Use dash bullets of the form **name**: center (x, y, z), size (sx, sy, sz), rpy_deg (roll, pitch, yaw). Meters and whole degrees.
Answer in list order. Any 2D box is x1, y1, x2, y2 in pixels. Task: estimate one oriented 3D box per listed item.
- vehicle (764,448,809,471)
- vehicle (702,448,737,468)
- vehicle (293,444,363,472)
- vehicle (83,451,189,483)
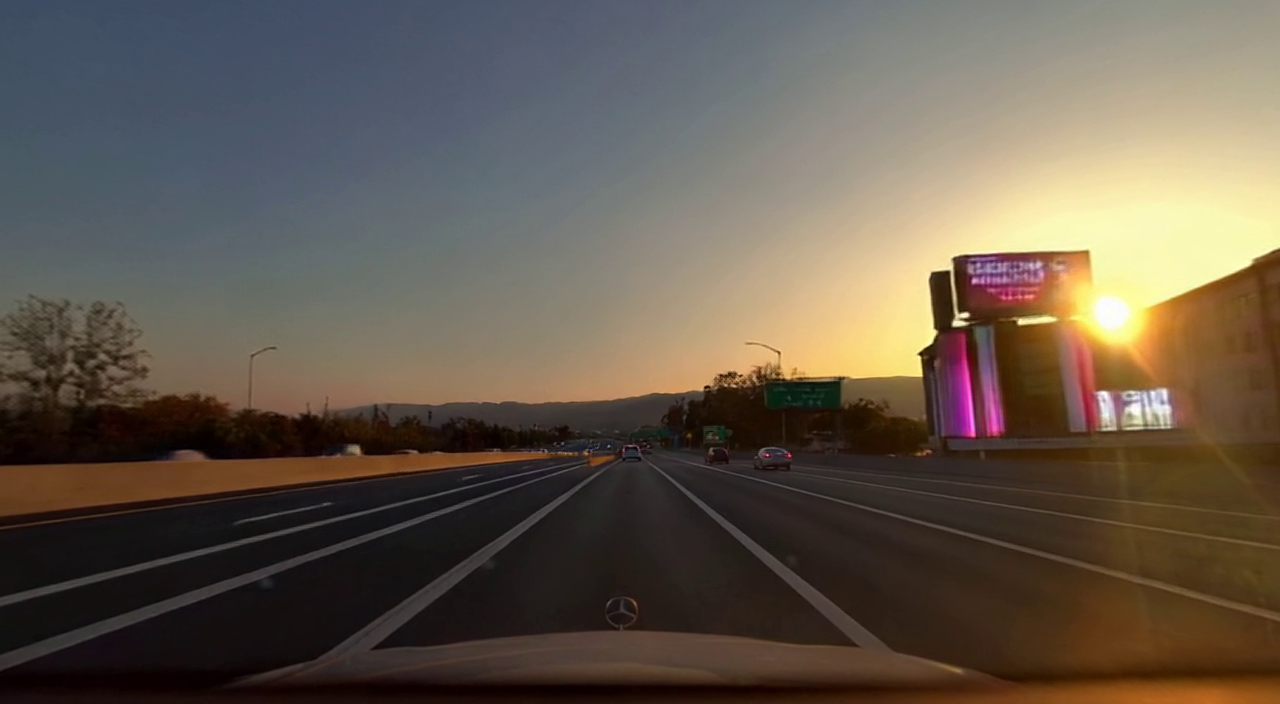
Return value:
- **vehicle**: center (10.085, 7.412, 43.907), size (1.953, 1.473, 4.512), rpy_deg (0, -9, -2)
- **vehicle**: center (6.161, 8.269, 49.618), size (1.976, 1.477, 4.448), rpy_deg (0, -9, -2)
- **vehicle**: center (-19.332, 6.551, 39.364), size (2.004, 1.635, 4.865), rpy_deg (0, -9, -2)
- **vehicle**: center (-26.598, 6.065, 33.590), size (1.926, 1.522, 4.600), rpy_deg (0, -9, -2)
